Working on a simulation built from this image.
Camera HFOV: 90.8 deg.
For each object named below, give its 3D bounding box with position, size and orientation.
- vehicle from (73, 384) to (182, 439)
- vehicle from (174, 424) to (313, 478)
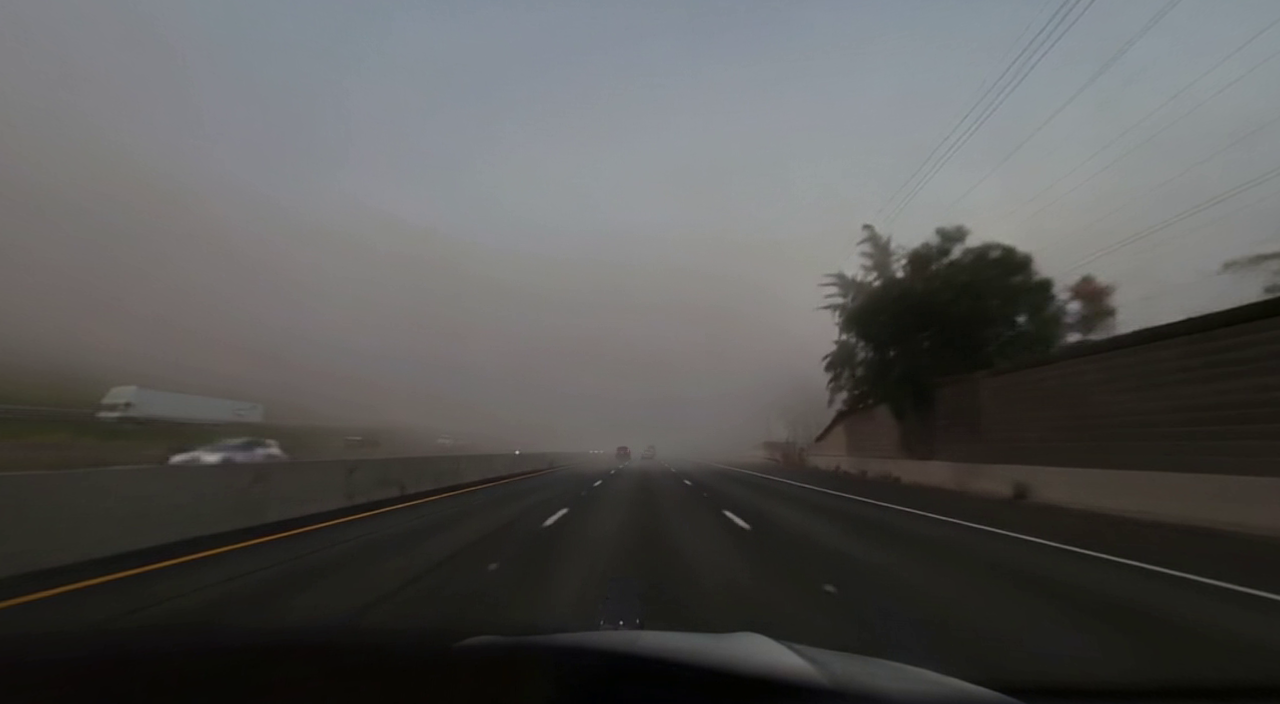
[{"bbox_3d":[-38.598,4.613,47.820,2.911,3.794,5.923,-1,-9,3],"label":"vehicle"},{"bbox_3d":[-18.825,4.769,30.502,2.382,2.331,6.448,0,-9,1],"label":"vehicle"}]
